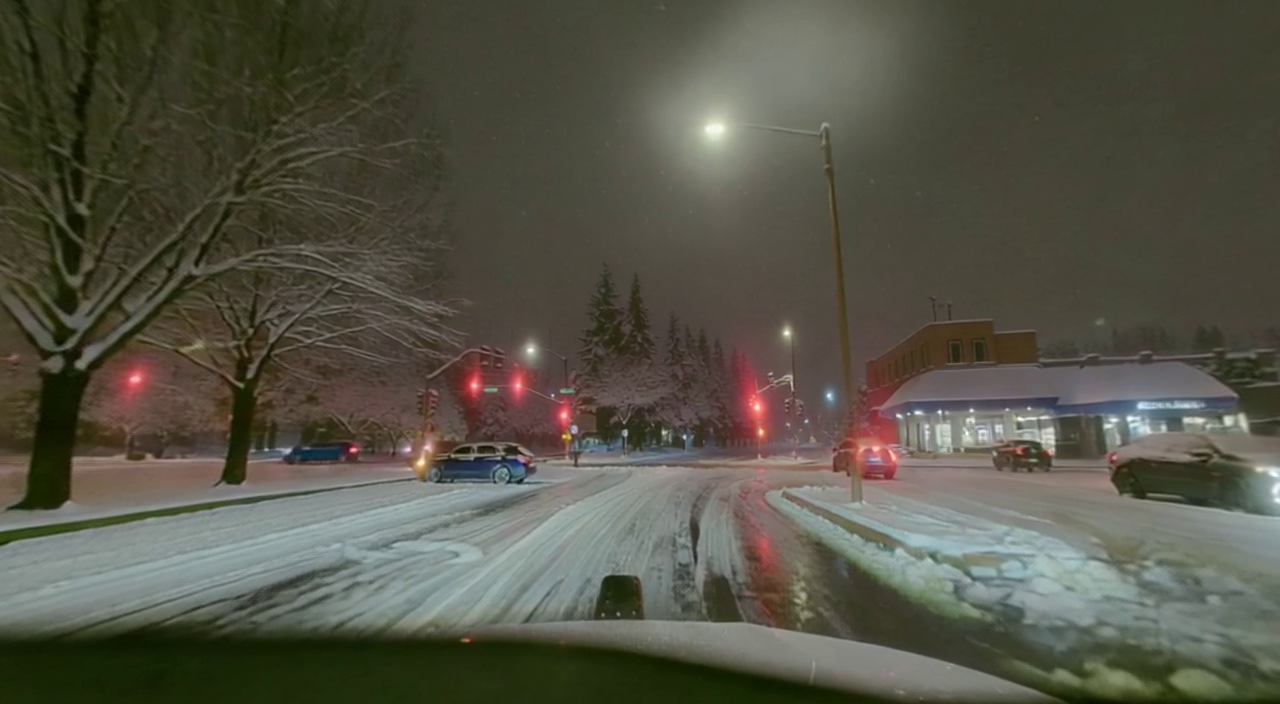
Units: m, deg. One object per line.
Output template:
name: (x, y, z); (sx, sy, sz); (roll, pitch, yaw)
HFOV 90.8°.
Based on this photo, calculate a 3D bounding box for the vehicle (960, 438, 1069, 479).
vehicle: (14.918, 4.242, 25.492); (1.951, 1.491, 4.359); (-1, -8, 4)

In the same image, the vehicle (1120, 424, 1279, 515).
vehicle: (12.770, 2.458, 13.692); (1.921, 1.657, 4.400); (-2, -9, 11)

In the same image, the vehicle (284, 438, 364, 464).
vehicle: (-22.306, 7.017, 44.815); (4.906, 1.784, 1.913); (3, -9, -23)

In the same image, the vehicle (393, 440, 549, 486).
vehicle: (-5.832, 3.844, 22.075); (4.792, 1.468, 2.116); (-2, -9, 11)

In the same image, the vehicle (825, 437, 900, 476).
vehicle: (9.473, 4.478, 27.295); (2.061, 1.519, 4.794); (-1, -8, 8)
